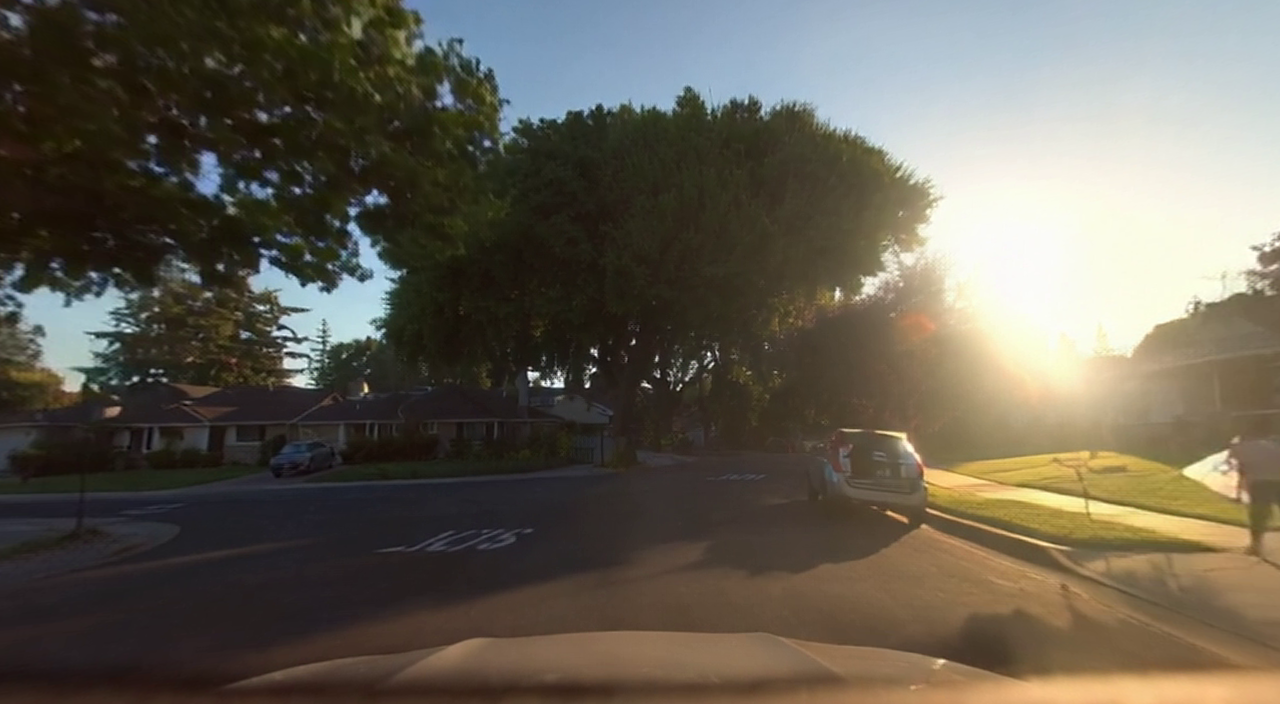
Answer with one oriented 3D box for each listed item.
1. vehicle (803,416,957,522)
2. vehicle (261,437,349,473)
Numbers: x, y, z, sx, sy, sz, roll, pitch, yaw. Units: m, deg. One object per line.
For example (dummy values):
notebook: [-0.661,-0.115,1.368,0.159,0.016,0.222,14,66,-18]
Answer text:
vehicle: [4.580,2.302,12.841,2.053,1.737,4.375,-2,-9,9]
vehicle: [-18.047,5.592,34.358,2.021,1.798,4.491,-1,-9,5]
